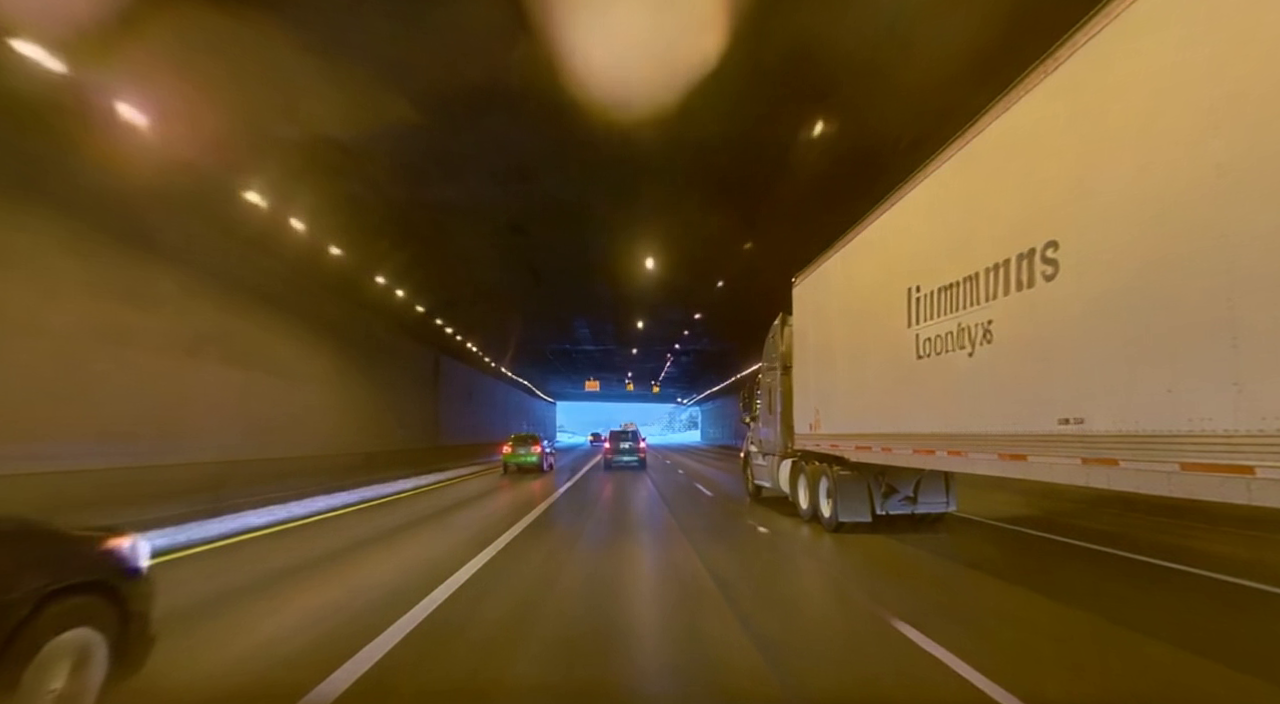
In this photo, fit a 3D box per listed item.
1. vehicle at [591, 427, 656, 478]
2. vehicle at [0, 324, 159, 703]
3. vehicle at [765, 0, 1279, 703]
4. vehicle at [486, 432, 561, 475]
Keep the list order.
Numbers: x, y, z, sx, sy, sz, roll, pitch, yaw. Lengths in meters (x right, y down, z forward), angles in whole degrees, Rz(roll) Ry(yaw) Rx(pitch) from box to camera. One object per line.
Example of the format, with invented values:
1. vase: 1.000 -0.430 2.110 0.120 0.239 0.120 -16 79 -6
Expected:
1. vehicle: -0.558 3.467 22.053 2.094 1.600 3.666 0 -8 -1
2. vehicle: -3.305 0.648 1.618 1.826 1.695 2.870 0 -8 -1
3. vehicle: 3.922 -0.003 4.959 2.842 4.108 14.081 0 -8 -1
4. vehicle: -4.287 3.805 23.970 2.019 1.435 4.317 0 -8 0
